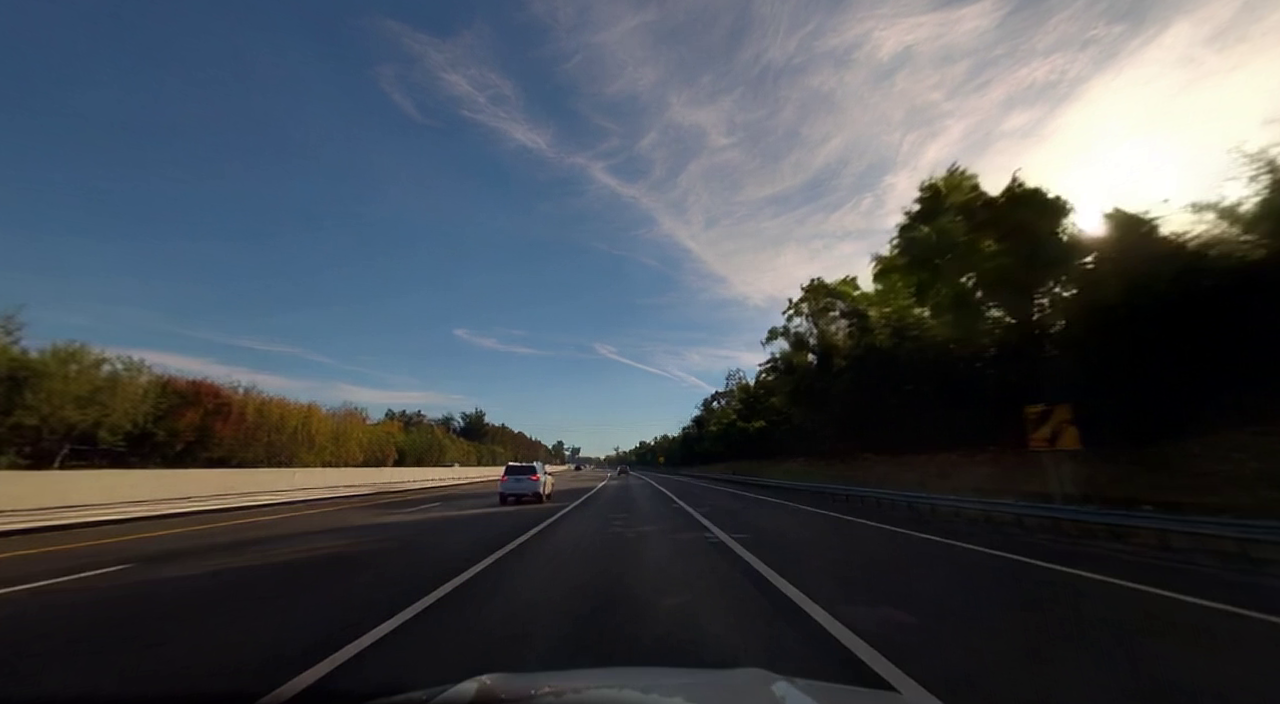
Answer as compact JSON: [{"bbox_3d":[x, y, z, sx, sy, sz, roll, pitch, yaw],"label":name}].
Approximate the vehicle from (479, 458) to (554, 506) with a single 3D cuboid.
[{"bbox_3d":[-4.453,4.766,23.360,2.025,1.584,3.657,1,-10,0],"label":"vehicle"}]
